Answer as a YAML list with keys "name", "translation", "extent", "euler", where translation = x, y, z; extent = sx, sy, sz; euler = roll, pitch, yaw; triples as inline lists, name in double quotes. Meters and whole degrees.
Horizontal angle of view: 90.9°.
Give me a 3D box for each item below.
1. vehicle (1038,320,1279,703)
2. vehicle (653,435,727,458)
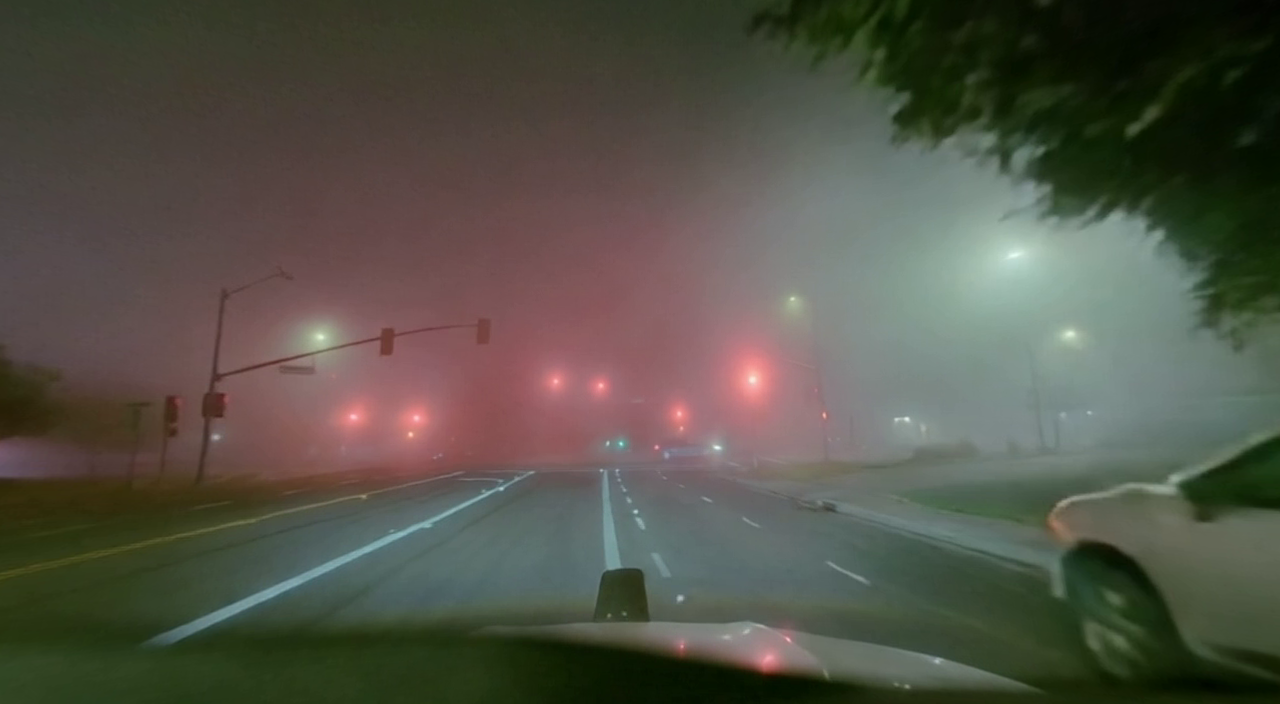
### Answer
- name: "vehicle"
  translation: [3.844, 0.684, 1.892]
  extent: [2.170, 1.869, 4.594]
  euler: [0, -9, -1]
- name: "vehicle"
  translation: [3.291, 6.331, 42.202]
  extent: [4.759, 1.461, 1.788]
  euler: [0, -9, -3]
